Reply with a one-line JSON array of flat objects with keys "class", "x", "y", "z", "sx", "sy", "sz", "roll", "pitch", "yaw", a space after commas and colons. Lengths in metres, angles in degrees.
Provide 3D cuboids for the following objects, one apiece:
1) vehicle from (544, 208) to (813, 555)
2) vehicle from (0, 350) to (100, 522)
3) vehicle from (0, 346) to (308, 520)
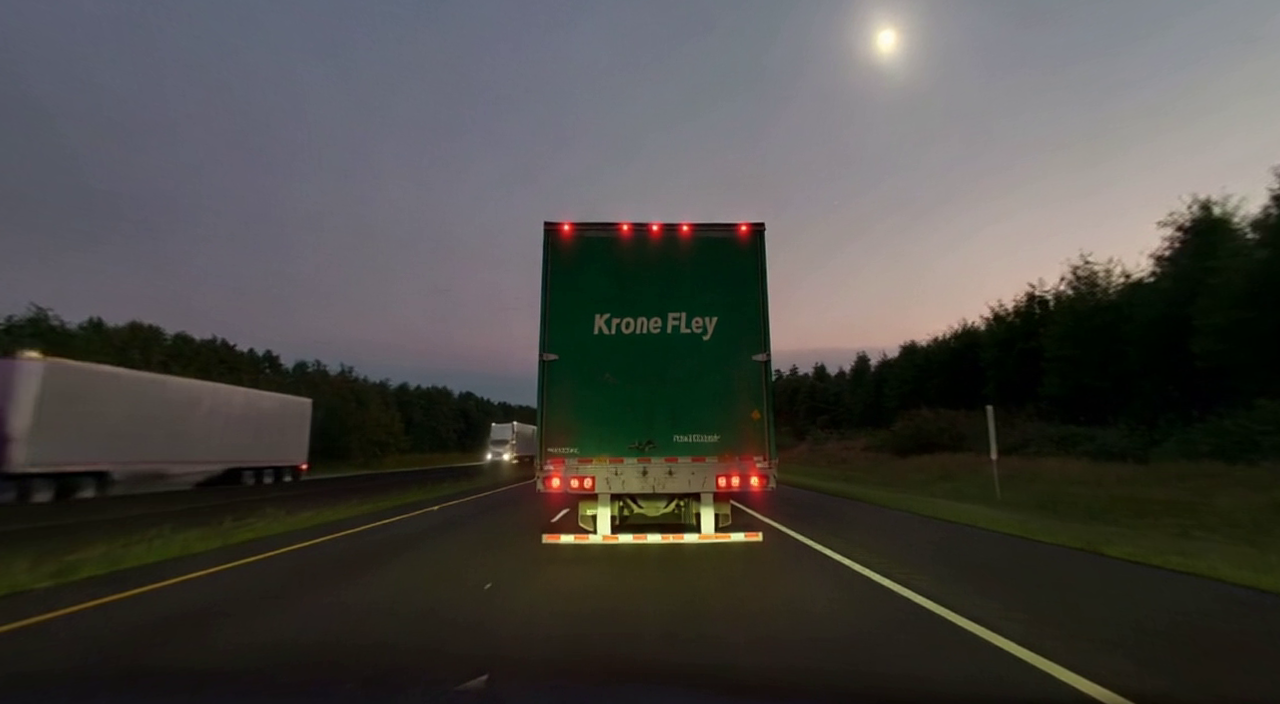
[{"class": "vehicle", "x": 0.478, "y": 1.402, "z": 15.016, "sx": 3.230, "sy": 4.377, "sz": 14.405, "roll": 0, "pitch": -9, "yaw": 0}, {"class": "vehicle", "x": -16.393, "y": 1.888, "z": 14.203, "sx": 2.992, "sy": 3.946, "sz": 5.787, "roll": 0, "pitch": -9, "yaw": 0}, {"class": "vehicle", "x": -16.379, "y": 2.868, "z": 20.893, "sx": 2.886, "sy": 4.022, "sz": 14.136, "roll": 0, "pitch": -9, "yaw": 1}]
